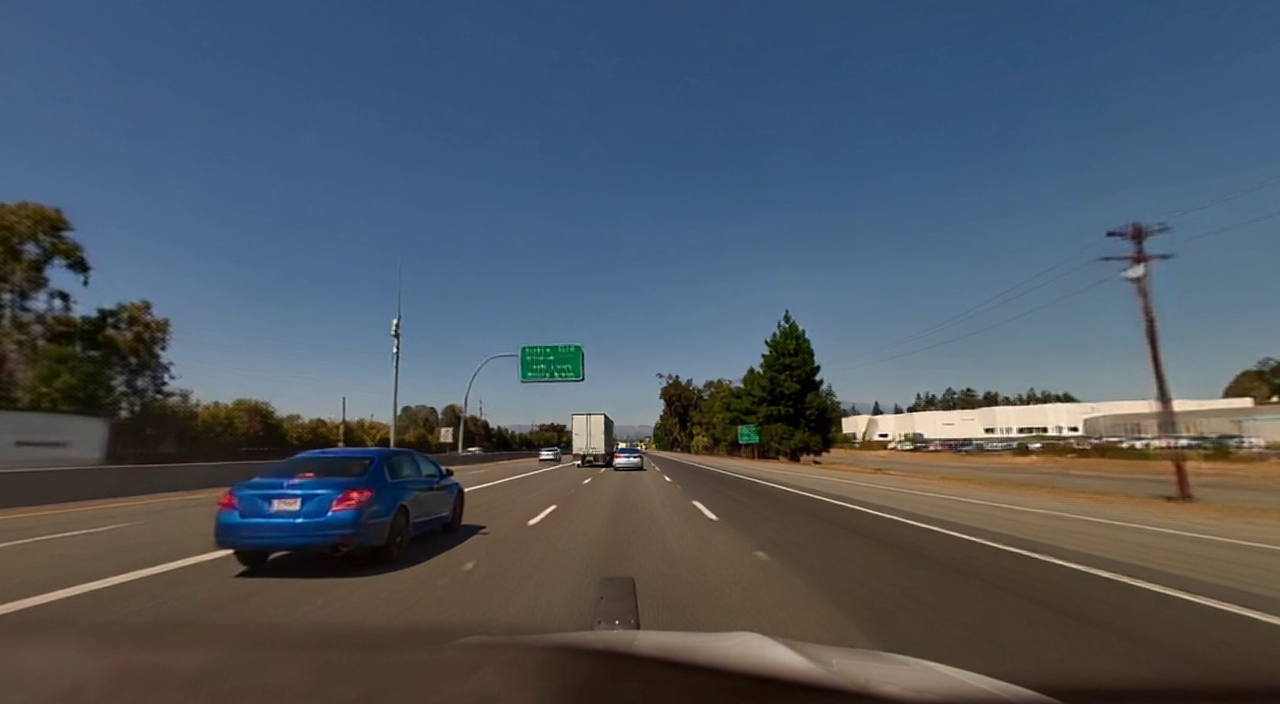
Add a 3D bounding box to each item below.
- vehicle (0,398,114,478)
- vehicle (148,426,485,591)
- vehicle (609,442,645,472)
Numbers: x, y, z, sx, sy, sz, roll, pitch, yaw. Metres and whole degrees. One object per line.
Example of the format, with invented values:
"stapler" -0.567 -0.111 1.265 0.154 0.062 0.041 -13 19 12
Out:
"vehicle" -34.619 4.248 31.274 2.900 4.070 16.667 0 -9 0
"vehicle" -3.549 1.790 8.112 1.997 1.507 4.391 0 -9 0
"vehicle" -0.719 6.269 37.834 2.033 1.669 4.112 0 -9 0
